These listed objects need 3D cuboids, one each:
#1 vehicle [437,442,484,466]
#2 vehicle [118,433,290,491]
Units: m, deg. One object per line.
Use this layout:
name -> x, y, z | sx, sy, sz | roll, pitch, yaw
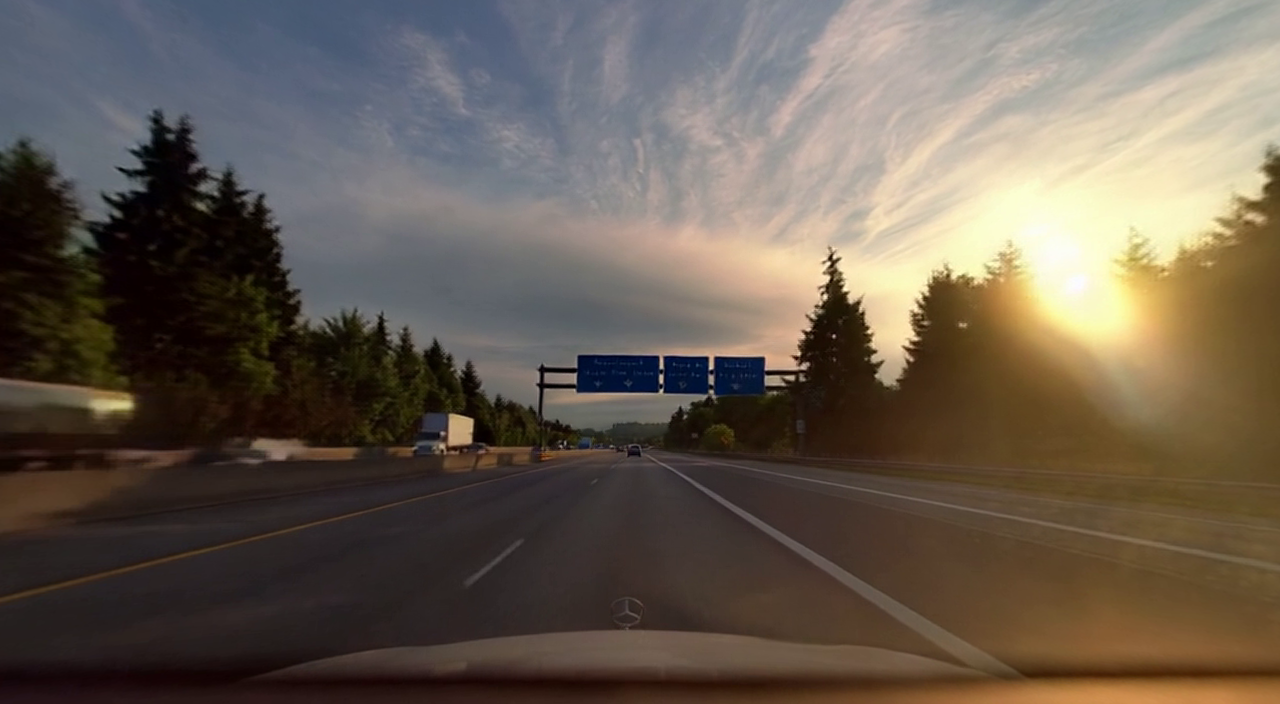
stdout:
vehicle -> -11.865, 6.784, 41.851 | 1.933, 1.477, 4.317 | 0, -9, -1
vehicle -> -12.082, 3.083, 17.898 | 1.775, 1.404, 4.322 | 0, -9, 0
